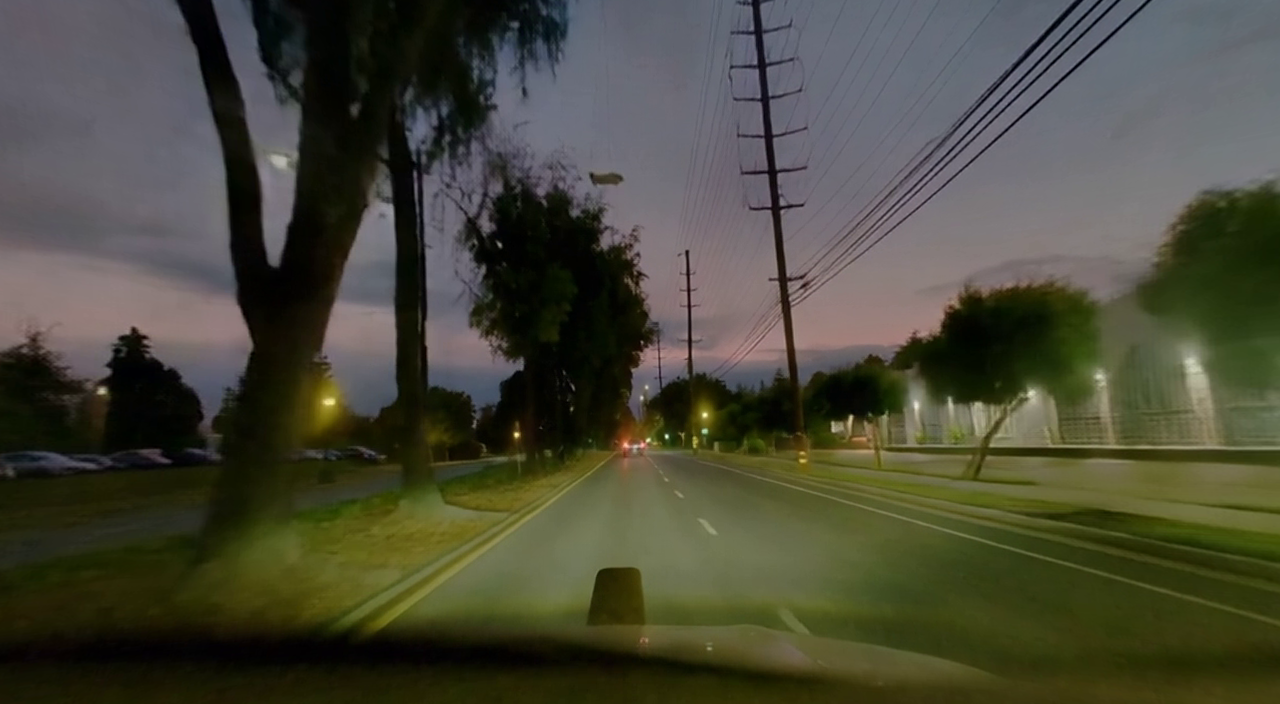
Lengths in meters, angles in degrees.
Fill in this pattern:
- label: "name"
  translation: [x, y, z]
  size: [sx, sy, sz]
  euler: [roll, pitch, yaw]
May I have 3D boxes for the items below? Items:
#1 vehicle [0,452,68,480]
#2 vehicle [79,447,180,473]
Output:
- label: "vehicle"
  translation: [-34.306, 6.220, 34.610]
  size: [4.052, 1.467, 1.937]
  euler: [0, -9, 1]
- label: "vehicle"
  translation: [-34.131, 7.213, 42.354]
  size: [4.662, 1.660, 2.312]
  euler: [0, -8, -2]
